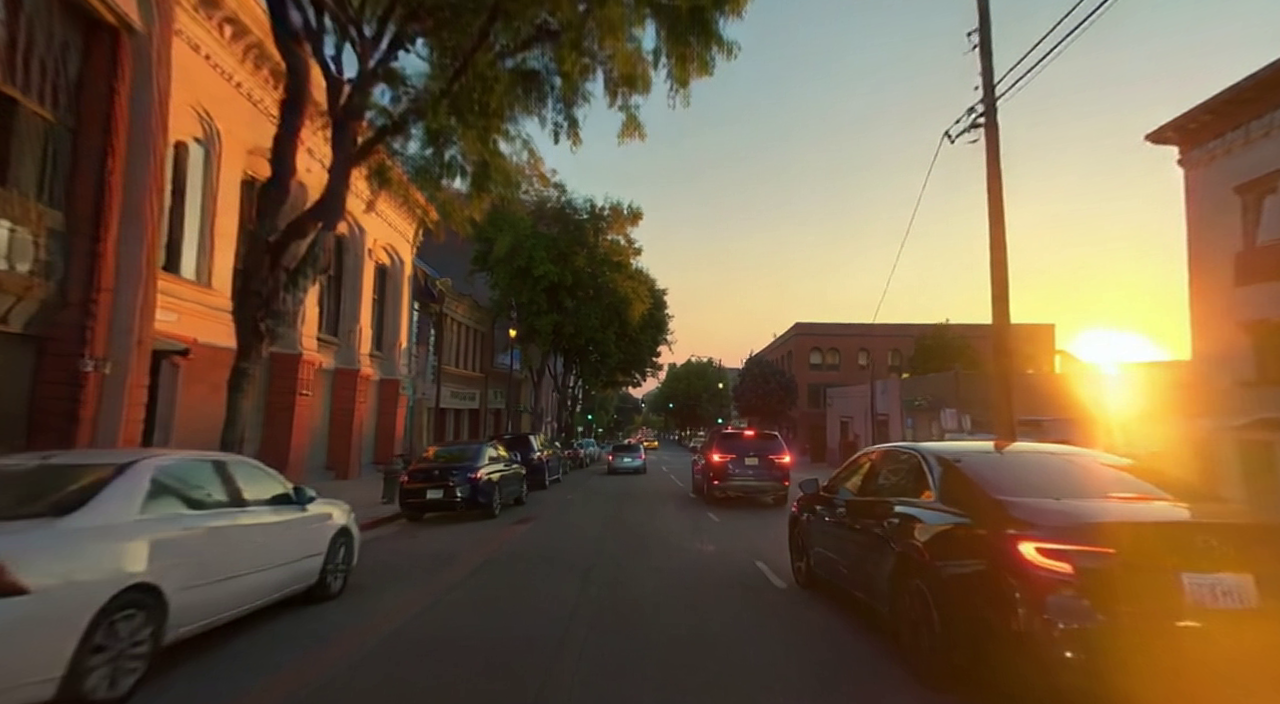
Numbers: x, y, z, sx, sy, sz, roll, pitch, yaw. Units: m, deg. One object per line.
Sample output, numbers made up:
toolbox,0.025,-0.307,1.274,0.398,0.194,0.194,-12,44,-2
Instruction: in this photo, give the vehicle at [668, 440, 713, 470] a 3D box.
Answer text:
vehicle,2.622,5.436,33.494,1.966,1.475,4.528,0,-8,-1

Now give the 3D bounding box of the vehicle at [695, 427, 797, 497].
vehicle,2.822,3.051,17.842,2.002,1.707,4.547,0,-8,-1

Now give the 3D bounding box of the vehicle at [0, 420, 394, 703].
vehicle,-3.618,1.275,4.310,1.954,1.462,4.407,0,-8,2

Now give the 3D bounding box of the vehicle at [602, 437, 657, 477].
vehicle,-0.374,4.157,25.180,2.007,1.460,3.923,0,-8,0

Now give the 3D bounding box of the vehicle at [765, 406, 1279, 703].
vehicle,2.449,1.280,4.557,2.080,1.495,4.591,0,-8,-1

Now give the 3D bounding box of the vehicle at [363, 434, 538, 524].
vehicle,-3.536,2.460,12.839,1.972,1.471,4.795,0,-8,2
